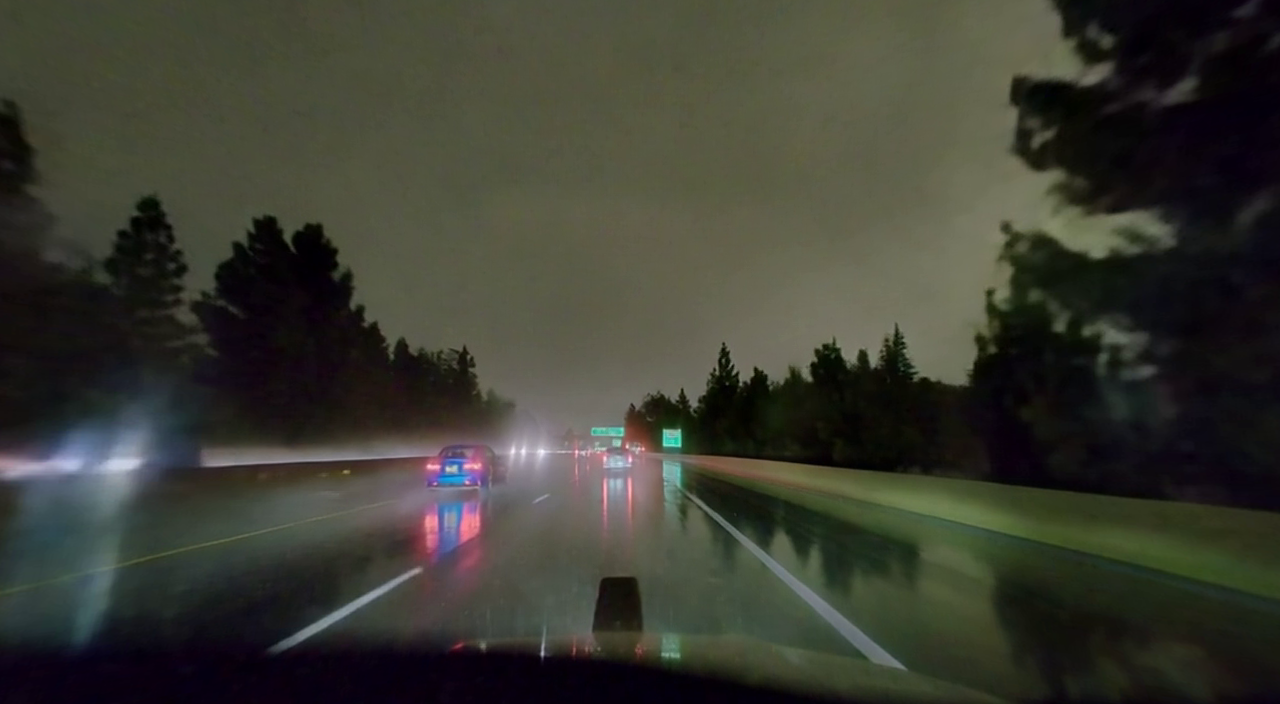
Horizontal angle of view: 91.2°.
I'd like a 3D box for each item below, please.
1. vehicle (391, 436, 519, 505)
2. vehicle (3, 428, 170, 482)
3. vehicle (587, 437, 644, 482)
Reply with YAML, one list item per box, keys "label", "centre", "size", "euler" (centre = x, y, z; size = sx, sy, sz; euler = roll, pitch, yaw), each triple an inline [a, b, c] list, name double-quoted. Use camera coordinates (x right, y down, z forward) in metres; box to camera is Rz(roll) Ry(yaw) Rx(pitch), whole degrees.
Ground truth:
- label: "vehicle"
  centre: [-4.843, 3.178, 17.238]
  size: [2.103, 1.588, 4.709]
  euler: [-1, -9, 0]
- label: "vehicle"
  centre: [-17.804, 3.337, 20.456]
  size: [1.851, 1.567, 3.967]
  euler: [0, -9, -1]
- label: "vehicle"
  centre: [-1.005, 4.470, 26.333]
  size: [2.220, 1.711, 4.056]
  euler: [0, -9, -2]
